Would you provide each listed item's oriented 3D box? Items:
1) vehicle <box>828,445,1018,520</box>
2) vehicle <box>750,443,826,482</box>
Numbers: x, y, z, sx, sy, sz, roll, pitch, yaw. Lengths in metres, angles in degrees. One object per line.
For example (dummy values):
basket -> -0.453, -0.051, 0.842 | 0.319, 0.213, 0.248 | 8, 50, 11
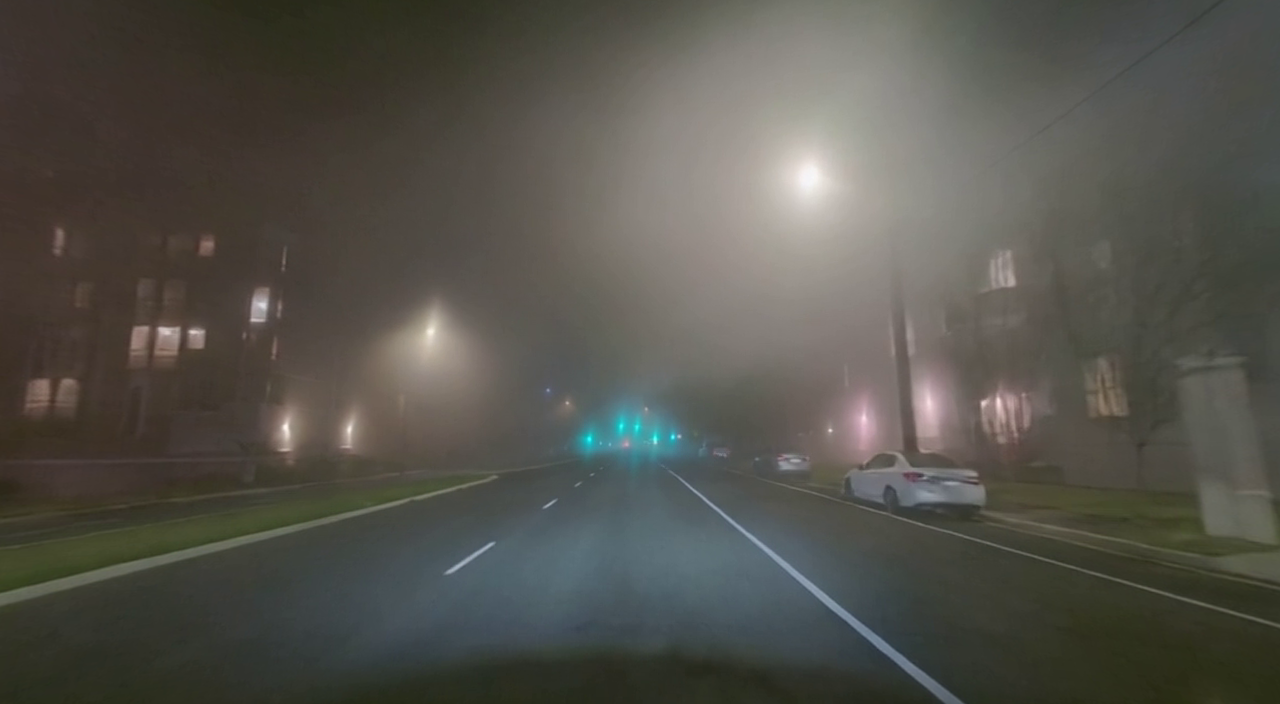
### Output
vehicle -> 6.154, 2.864, 14.587 | 2.013, 1.408, 5.011 | 0, -8, -1
vehicle -> 6.099, 4.590, 26.661 | 1.944, 1.478, 4.885 | 0, -8, -1
